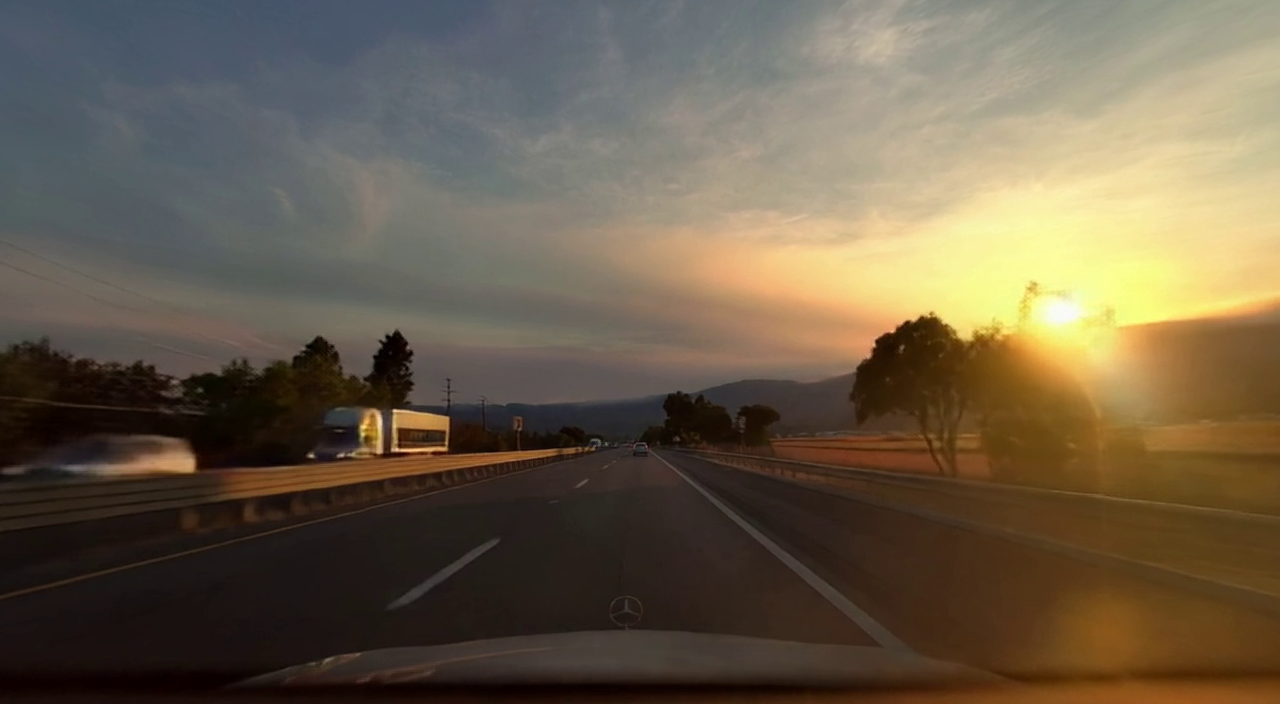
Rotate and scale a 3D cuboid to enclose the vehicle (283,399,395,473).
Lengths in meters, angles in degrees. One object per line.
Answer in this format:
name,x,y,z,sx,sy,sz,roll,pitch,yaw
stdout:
vehicle,-16.973,4.860,36.031,3.040,3.789,6.539,0,-9,0
